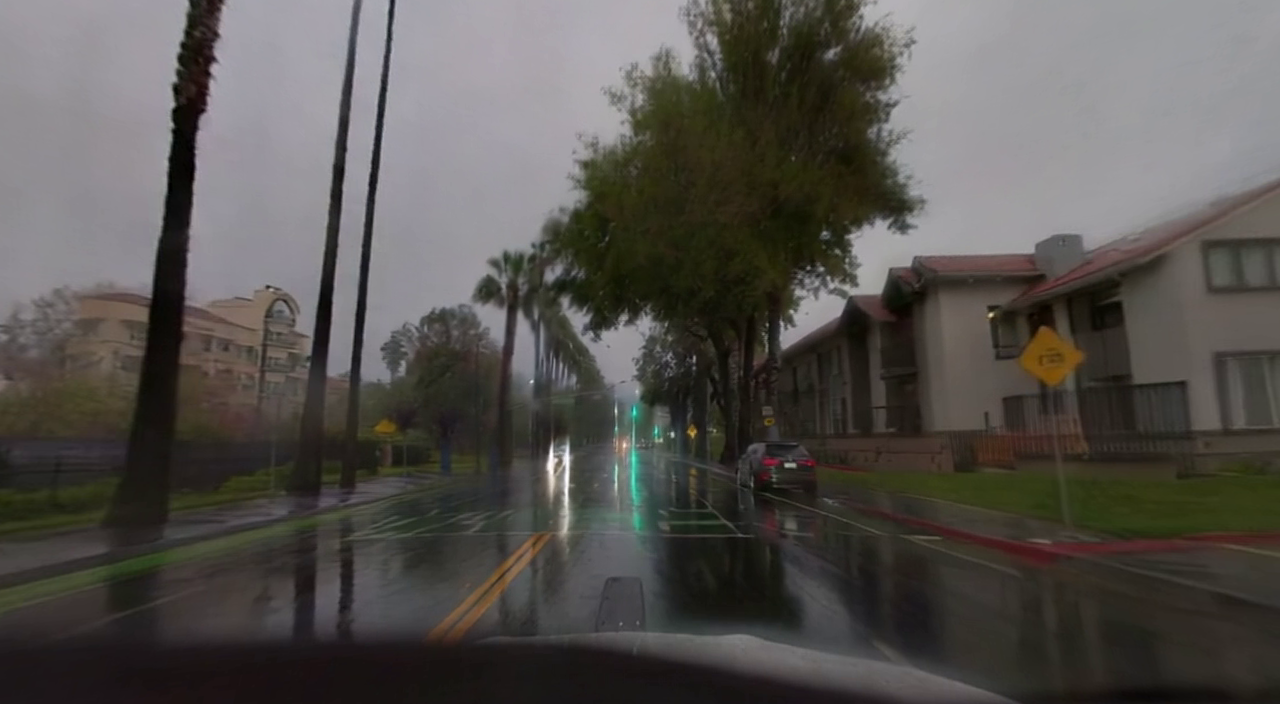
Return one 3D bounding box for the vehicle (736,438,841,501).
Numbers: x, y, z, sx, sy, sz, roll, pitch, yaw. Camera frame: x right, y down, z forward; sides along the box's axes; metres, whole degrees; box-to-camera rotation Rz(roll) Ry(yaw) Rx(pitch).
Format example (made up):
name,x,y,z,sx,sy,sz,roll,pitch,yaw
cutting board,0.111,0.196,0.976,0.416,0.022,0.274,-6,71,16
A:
name,x,y,z,sx,sy,sz,roll,pitch,yaw
vehicle,4.295,3.489,19.102,1.997,1.640,4.494,0,-9,-1
